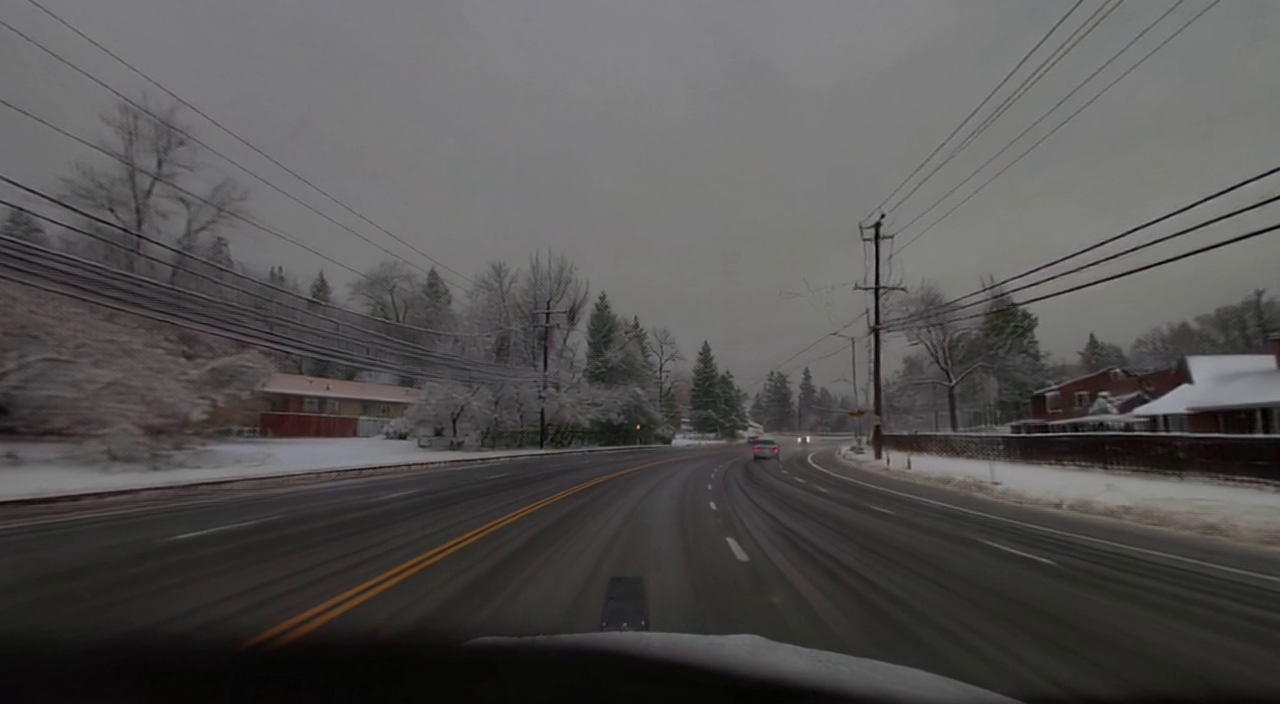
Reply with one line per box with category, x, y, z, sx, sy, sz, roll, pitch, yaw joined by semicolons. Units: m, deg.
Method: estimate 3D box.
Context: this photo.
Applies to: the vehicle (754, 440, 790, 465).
vehicle;8.007;6.051;38.019;1.982;1.451;4.152;-2;-9;12
